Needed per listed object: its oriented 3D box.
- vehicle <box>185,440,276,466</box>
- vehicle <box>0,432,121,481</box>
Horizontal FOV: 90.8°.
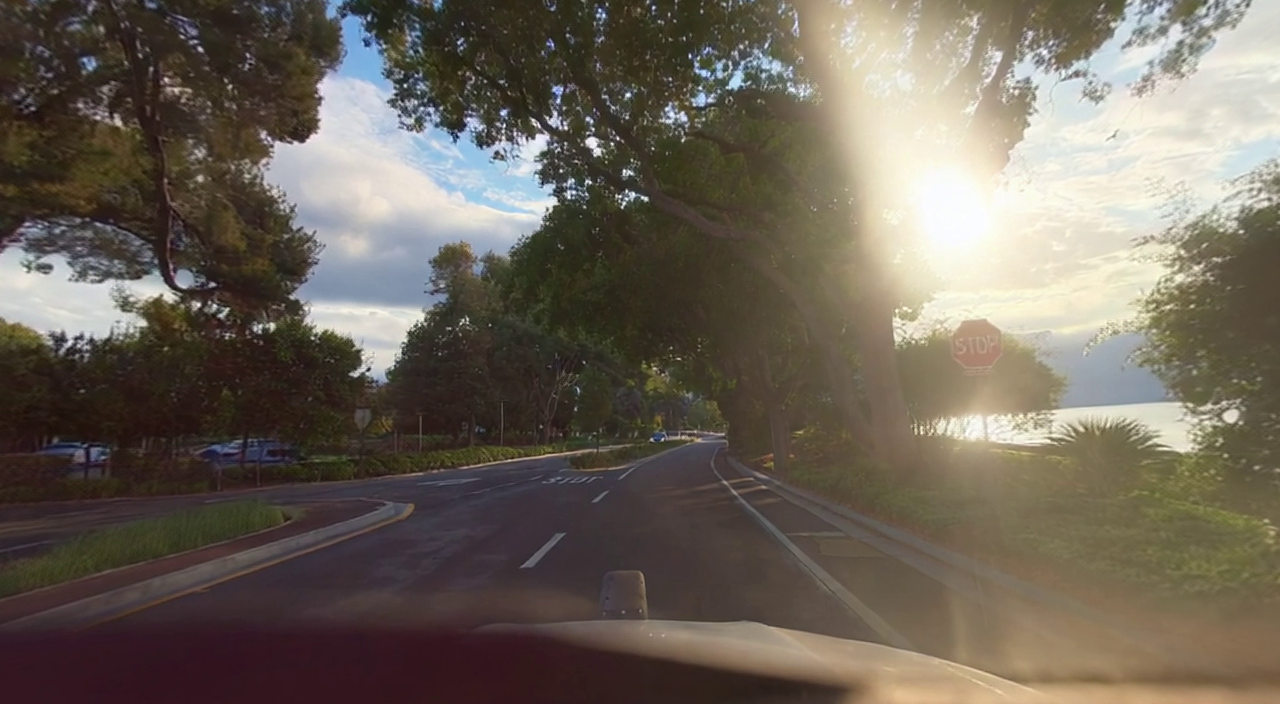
[{"bbox_3d":[-24.365,6.053,37.671,4.007,1.459,1.952,-1,-10,0],"label":"vehicle"},{"bbox_3d":[-28.331,5.064,30.688,4.733,1.892,1.939,-4,-4,2],"label":"vehicle"}]
